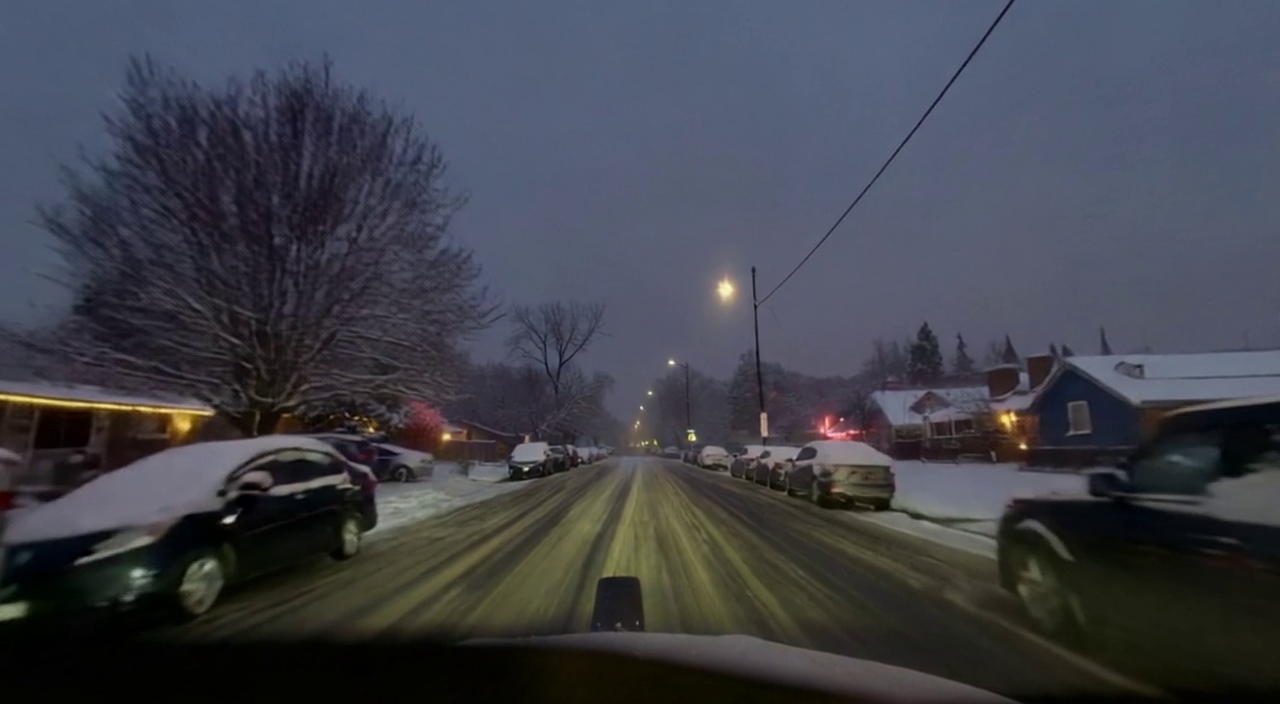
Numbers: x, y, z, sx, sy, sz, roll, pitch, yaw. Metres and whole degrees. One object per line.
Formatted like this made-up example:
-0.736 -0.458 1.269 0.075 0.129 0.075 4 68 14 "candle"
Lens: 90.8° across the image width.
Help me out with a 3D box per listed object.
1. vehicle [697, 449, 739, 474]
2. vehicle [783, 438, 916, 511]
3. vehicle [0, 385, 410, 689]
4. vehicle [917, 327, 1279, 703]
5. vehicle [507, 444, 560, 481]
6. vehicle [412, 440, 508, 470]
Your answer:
4.844 6.875 39.855 1.847 1.448 4.162 0 -9 -3 "vehicle"
5.080 3.016 16.005 1.826 1.566 4.307 0 -9 -1 "vehicle"
-5.016 1.795 7.503 2.394 2.089 5.951 -3 -9 -1 "vehicle"
3.744 0.907 2.650 2.415 1.963 5.688 0 -8 -2 "vehicle"
-4.921 5.185 29.712 1.983 1.579 3.879 1 -9 -2 "vehicle"
-11.940 6.846 42.188 5.755 1.869 2.194 1 -8 -2 "vehicle"
